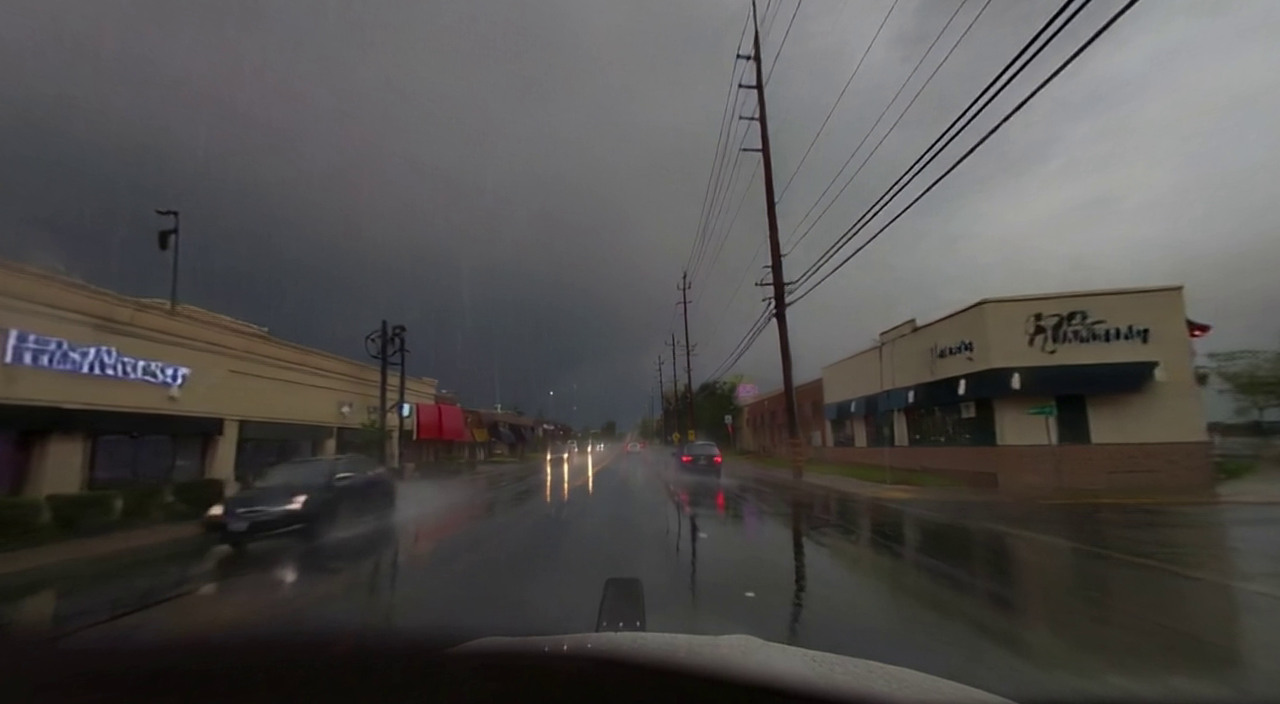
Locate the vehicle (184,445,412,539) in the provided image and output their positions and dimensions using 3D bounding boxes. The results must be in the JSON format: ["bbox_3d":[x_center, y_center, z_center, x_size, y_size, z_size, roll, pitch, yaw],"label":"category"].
[{"bbox_3d":[-6.284,2.571,12.329,2.069,1.490,4.254,0,-8,0],"label":"vehicle"}]

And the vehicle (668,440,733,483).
[{"bbox_3d":[2.210,4.111,23.994,1.975,1.497,3.647,0,-9,-2],"label":"vehicle"}]
